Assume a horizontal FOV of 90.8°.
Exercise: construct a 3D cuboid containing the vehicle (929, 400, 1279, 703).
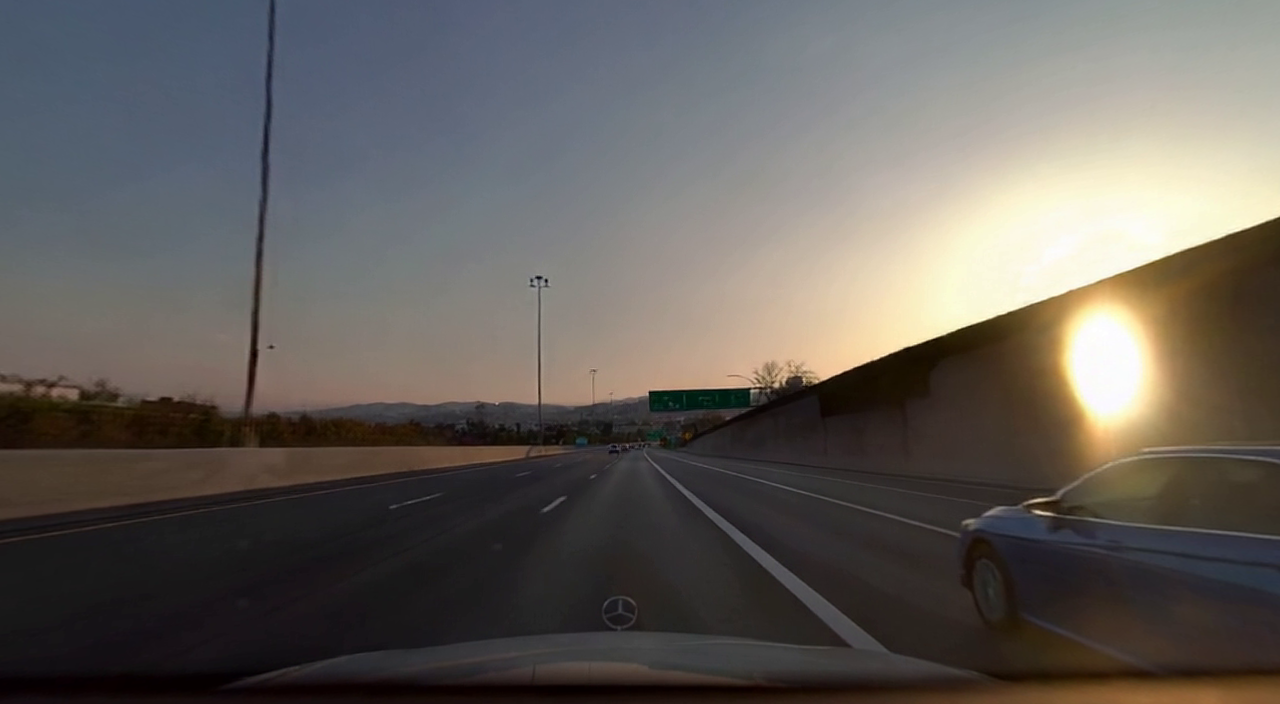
[{"bbox_3d":[3.380,0.984,2.754,1.989,1.479,4.670,0,-9,0],"label":"vehicle"}]
